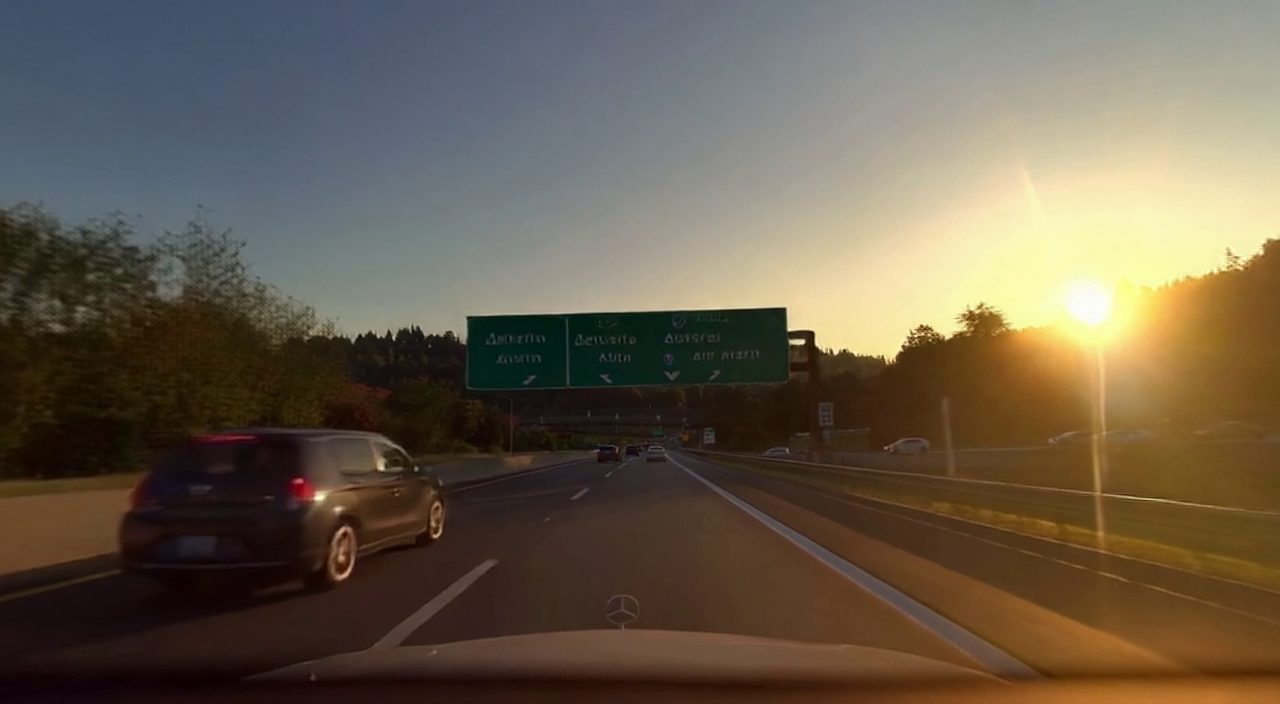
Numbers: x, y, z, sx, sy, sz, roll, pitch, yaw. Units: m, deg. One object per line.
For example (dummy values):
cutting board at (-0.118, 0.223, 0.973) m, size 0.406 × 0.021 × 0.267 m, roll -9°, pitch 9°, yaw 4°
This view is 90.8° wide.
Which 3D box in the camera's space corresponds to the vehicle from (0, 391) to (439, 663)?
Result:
vehicle at (-3.680, 1.380, 6.038) m, size 2.037 × 1.638 × 4.274 m, roll 0°, pitch -9°, yaw 1°

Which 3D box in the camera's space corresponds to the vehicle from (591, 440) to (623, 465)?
vehicle at (-2.545, 7.866, 49.315) m, size 2.143 × 1.853 × 4.123 m, roll 0°, pitch -9°, yaw 2°
